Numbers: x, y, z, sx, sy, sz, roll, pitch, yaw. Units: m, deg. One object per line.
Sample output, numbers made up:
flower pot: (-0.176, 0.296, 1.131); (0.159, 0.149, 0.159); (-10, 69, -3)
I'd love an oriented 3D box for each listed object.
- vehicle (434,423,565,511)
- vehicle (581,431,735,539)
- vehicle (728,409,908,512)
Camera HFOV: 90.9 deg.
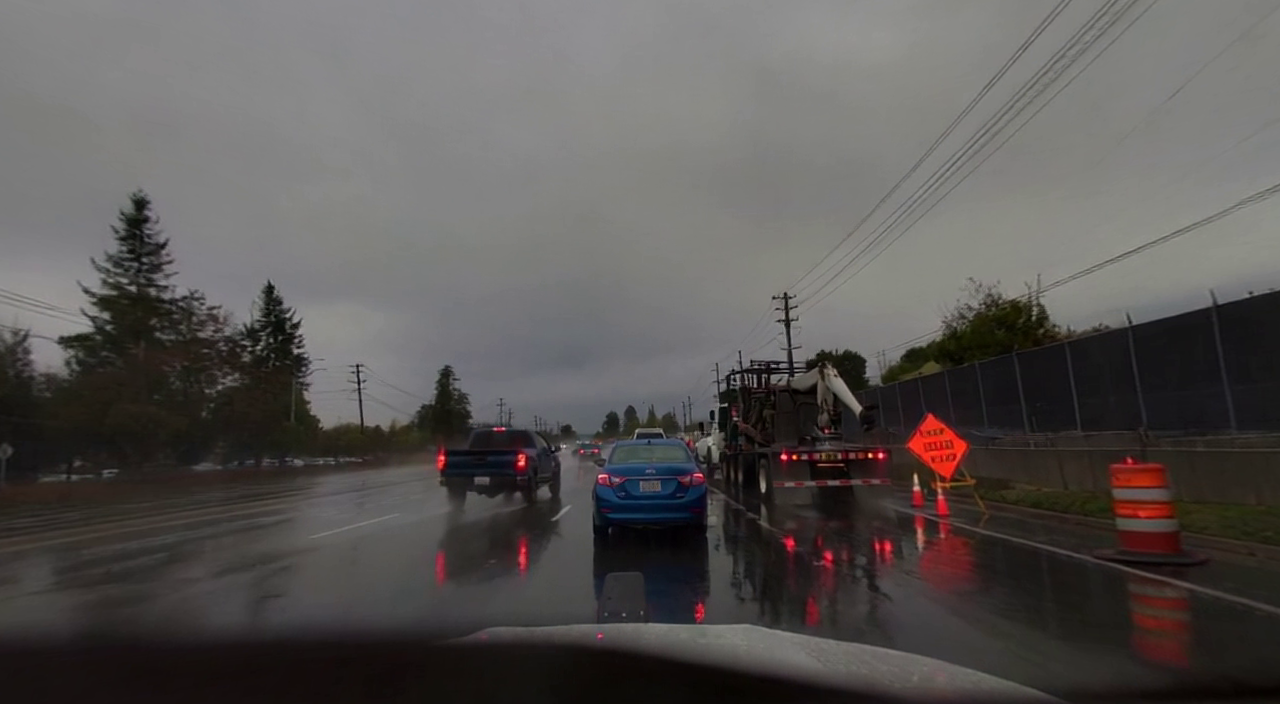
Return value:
vehicle: (-3.054, 2.609, 14.727); (1.989, 1.729, 4.184); (0, -8, 1)
vehicle: (0.268, 2.170, 10.928); (2.128, 1.473, 4.272); (0, -8, 1)
vehicle: (3.916, 2.585, 15.510); (2.555, 2.017, 6.201); (0, -8, -1)
